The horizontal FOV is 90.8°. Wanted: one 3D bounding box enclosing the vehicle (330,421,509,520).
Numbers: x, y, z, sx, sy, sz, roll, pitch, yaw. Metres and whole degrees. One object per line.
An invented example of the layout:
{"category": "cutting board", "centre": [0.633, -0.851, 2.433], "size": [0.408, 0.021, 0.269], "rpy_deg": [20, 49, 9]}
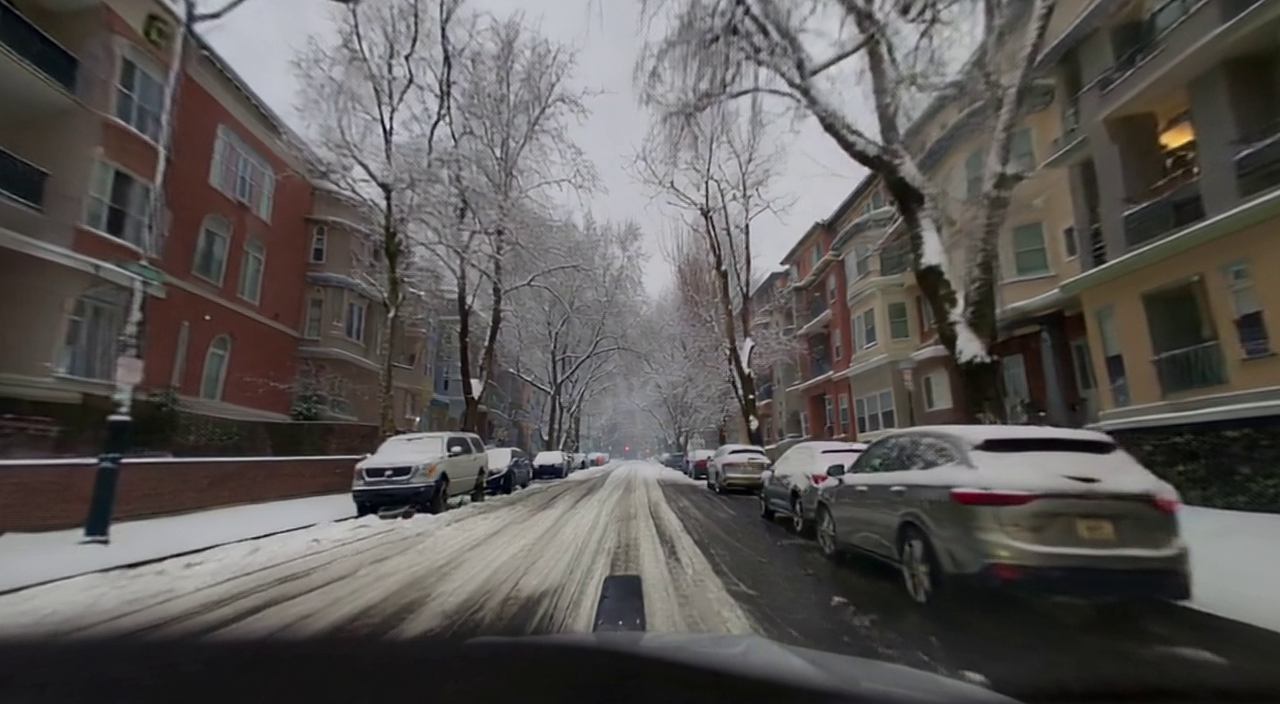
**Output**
{"category": "vehicle", "centre": [-5.556, 3.160, 17.095], "size": [2.596, 2.152, 5.689], "rpy_deg": [-1, -10, 2]}

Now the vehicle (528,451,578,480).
{"category": "vehicle", "centre": [-5.467, 7.193, 40.417], "size": [2.222, 1.735, 5.215], "rpy_deg": [0, -9, 2]}

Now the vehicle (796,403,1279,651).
{"category": "vehicle", "centre": [3.531, 1.668, 7.215], "size": [2.216, 1.790, 5.077], "rpy_deg": [0, -9, 0]}
